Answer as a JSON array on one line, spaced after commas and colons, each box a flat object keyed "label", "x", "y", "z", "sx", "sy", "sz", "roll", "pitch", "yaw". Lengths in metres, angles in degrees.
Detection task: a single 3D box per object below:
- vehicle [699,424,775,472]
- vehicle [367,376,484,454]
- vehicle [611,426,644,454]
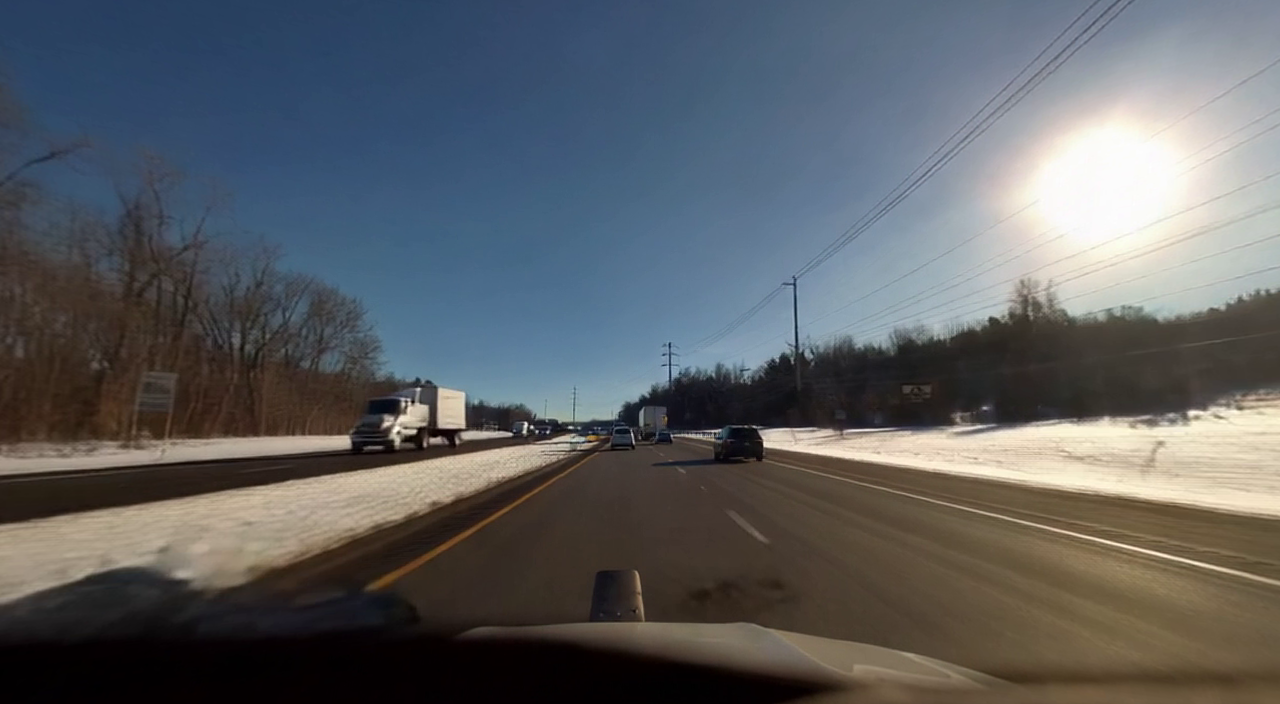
[{"label": "vehicle", "x": 3.422, "y": 3.477, "z": 22.984, "sx": 2.062, "sy": 1.581, "sz": 3.914, "roll": 0, "pitch": -8, "yaw": -1}, {"label": "vehicle", "x": -13.085, "y": 4.265, "z": 40.249, "sx": 2.921, "sy": 4.095, "sz": 13.845, "roll": 0, "pitch": -8, "yaw": -1}, {"label": "vehicle", "x": -0.789, "y": 5.548, "z": 39.730, "sx": 2.019, "sy": 1.642, "sz": 3.790, "roll": 0, "pitch": -8, "yaw": -1}]
